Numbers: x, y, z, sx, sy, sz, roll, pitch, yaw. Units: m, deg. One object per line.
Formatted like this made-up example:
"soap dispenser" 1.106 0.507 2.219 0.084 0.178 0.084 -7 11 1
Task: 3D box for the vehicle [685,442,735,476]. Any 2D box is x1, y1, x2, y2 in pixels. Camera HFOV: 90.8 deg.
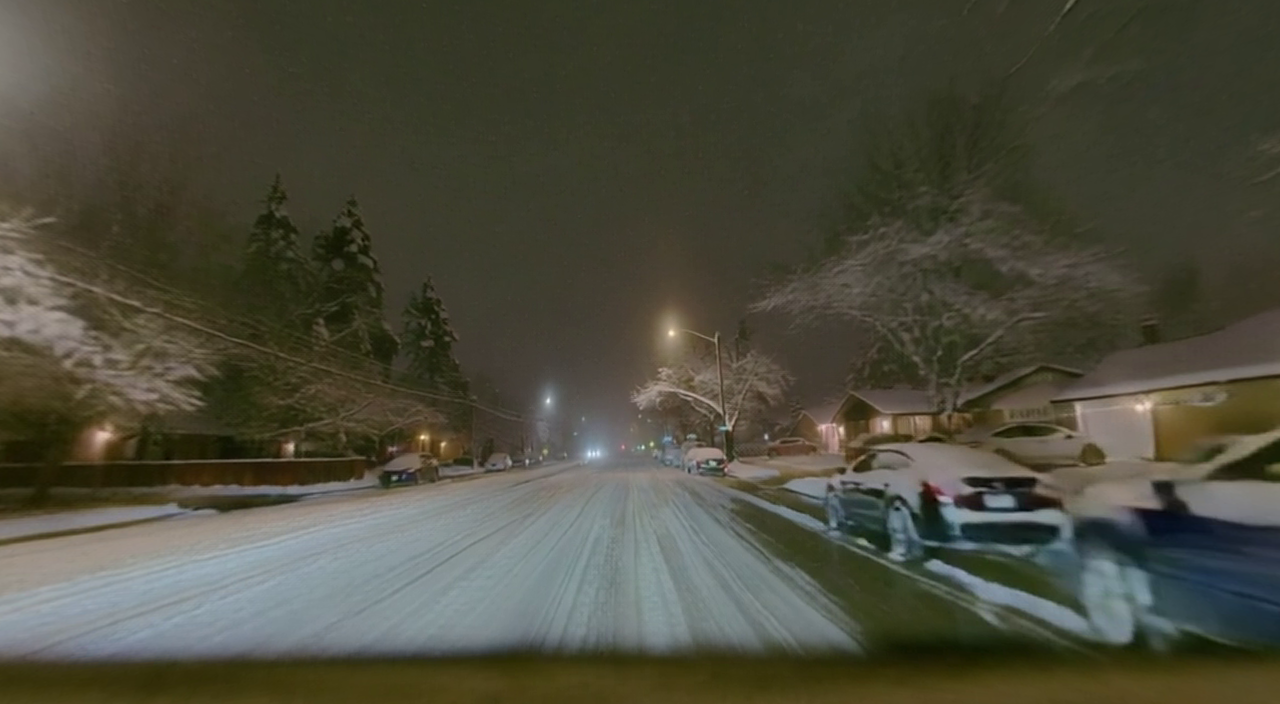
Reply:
"vehicle" 3.611 5.615 33.411 2.007 1.657 4.362 0 -9 -2

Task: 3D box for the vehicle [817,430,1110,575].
"vehicle" 4.040 1.921 8.883 1.901 1.521 4.204 0 -8 0

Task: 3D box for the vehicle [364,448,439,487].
"vehicle" -11.362 5.516 30.495 2.091 1.717 4.392 0 -8 -3

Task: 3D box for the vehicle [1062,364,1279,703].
"vehicle" 4.100 0.810 2.352 1.915 1.715 4.451 0 -8 -1

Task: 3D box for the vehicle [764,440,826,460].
"vehicle" 11.793 7.474 48.323 4.285 1.434 1.740 0 -8 0
